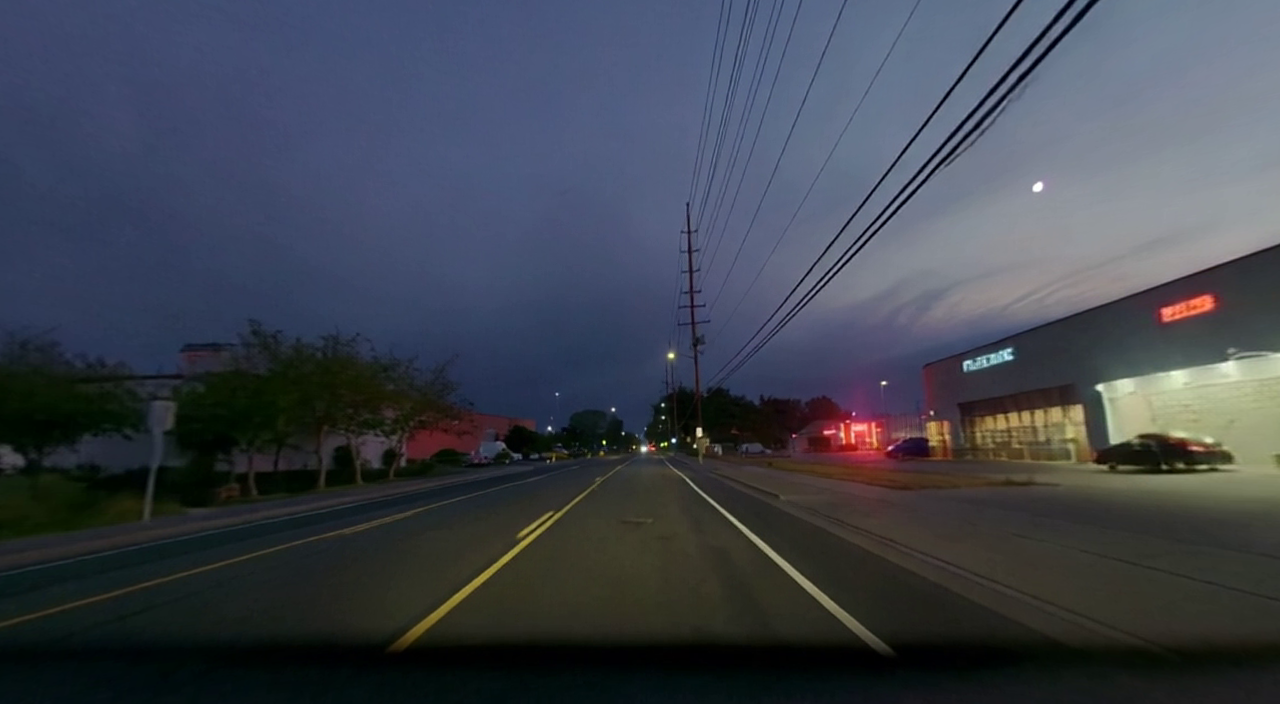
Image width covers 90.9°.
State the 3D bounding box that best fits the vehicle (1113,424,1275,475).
[{"bbox_3d":[18.512,3.273,21.349,1.875,1.440,3.925,-4,-8,1],"label":"vehicle"}]
